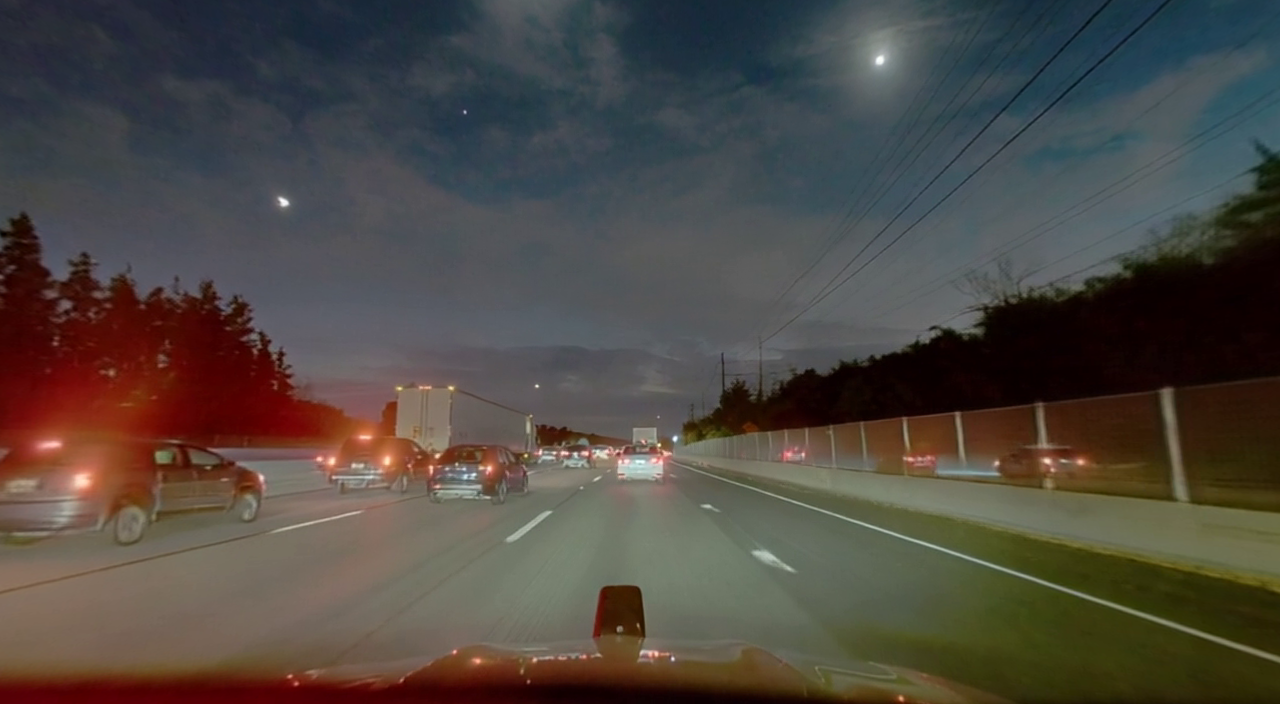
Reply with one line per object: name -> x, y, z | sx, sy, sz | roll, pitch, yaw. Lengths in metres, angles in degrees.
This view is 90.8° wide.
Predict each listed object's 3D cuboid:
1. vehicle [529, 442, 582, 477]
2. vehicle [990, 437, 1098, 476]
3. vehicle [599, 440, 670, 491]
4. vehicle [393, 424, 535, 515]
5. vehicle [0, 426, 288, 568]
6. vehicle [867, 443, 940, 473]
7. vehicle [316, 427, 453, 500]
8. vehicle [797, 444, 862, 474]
vehicle -> -3.776, 4.885, 28.923 | 1.870, 1.485, 4.304 | 0, -9, 0
vehicle -> 17.809, 4.608, 28.135 | 1.936, 1.591, 4.362 | 0, -9, 1
vehicle -> -0.172, 3.662, 20.731 | 2.089, 1.477, 3.818 | 0, -9, 0
vehicle -> -3.733, 2.578, 14.324 | 1.923, 1.716, 4.289 | 0, -9, 1
vehicle -> -7.631, 1.922, 9.238 | 2.165, 1.511, 4.810 | 0, -9, 0
vehicle -> 14.310, 5.782, 34.687 | 1.949, 1.472, 4.795 | 0, -9, 0
vehicle -> -6.937, 3.071, 17.735 | 2.027, 1.762, 4.386 | 0, -9, -1
vehicle -> 10.274, 5.831, 34.618 | 1.974, 1.495, 4.734 | 0, -9, -1
